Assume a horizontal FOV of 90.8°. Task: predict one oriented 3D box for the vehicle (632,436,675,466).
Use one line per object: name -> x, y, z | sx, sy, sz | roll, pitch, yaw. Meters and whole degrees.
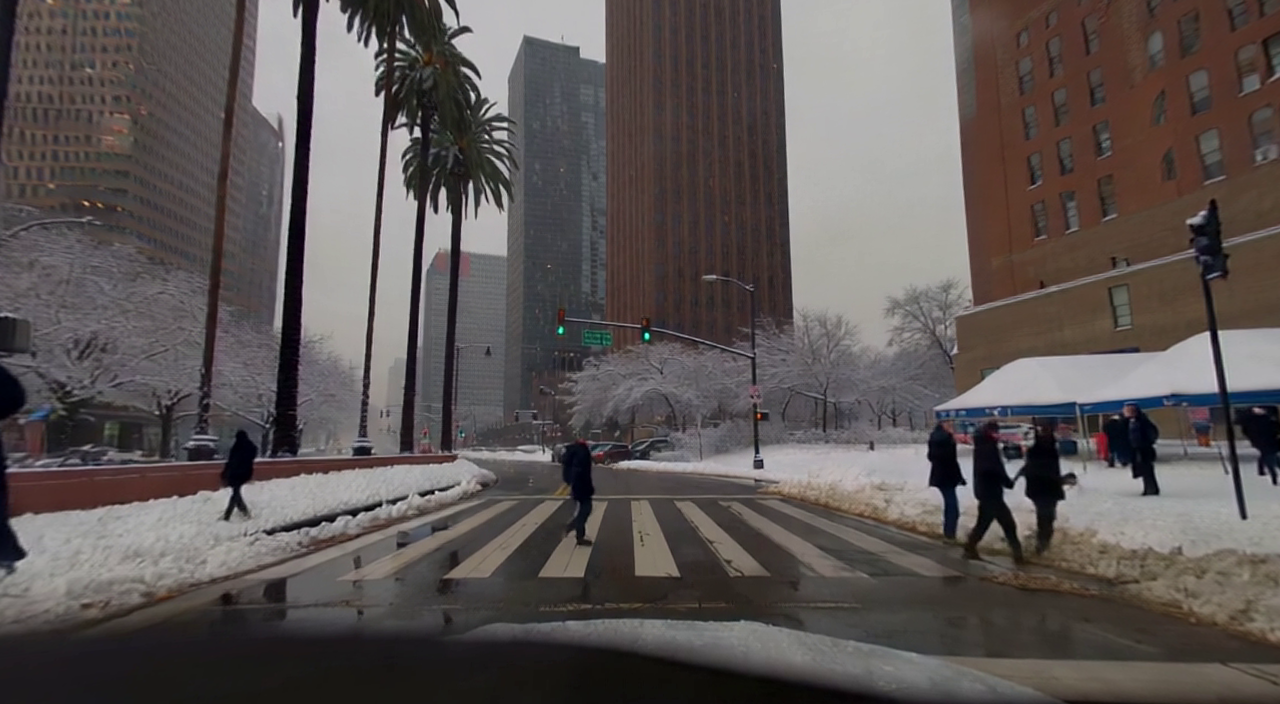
vehicle -> 0.919, 7.289, 46.657 | 2.322, 2.071, 5.366 | 1, -9, -9
